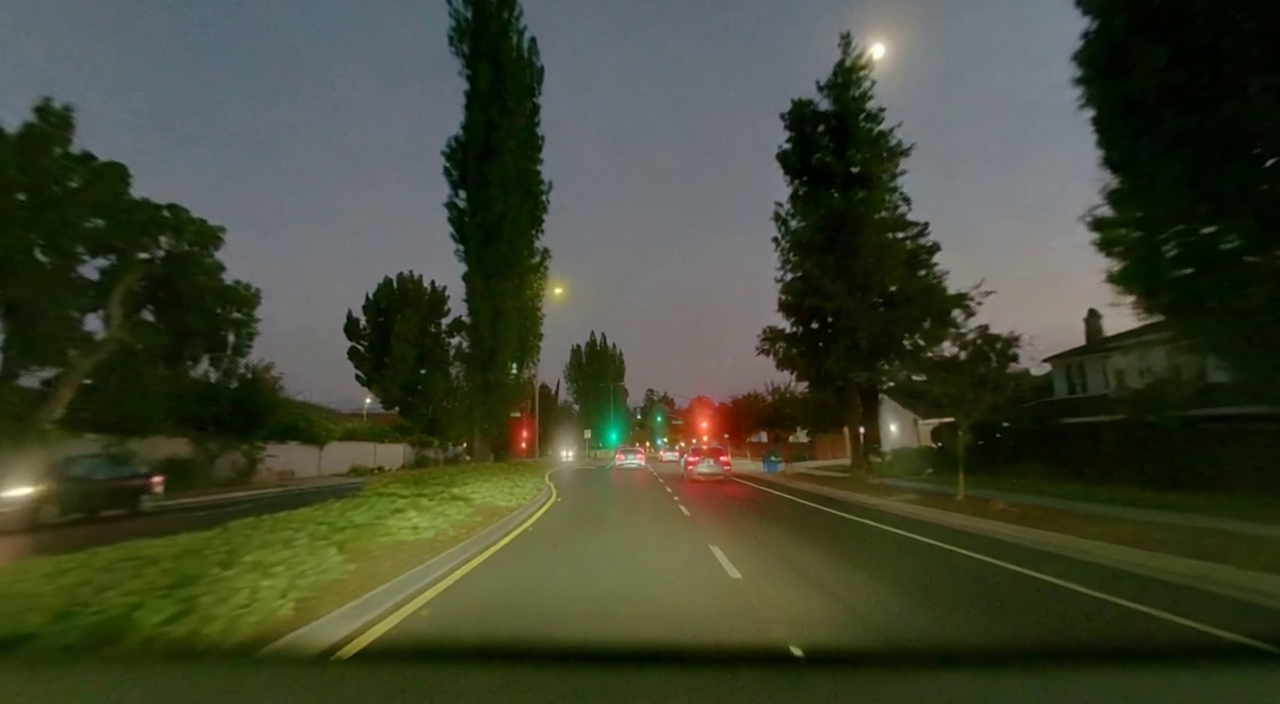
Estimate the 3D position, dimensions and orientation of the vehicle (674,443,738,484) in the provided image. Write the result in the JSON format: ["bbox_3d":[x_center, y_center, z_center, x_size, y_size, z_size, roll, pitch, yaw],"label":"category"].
[{"bbox_3d":[2.561,4.471,25.602,2.057,1.496,4.401,0,-9,-1],"label":"vehicle"}]

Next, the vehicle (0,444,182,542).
[{"bbox_3d":[-12.297,2.794,13.233,1.993,1.708,4.623,0,-8,-1],"label":"vehicle"}]

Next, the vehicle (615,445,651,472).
[{"bbox_3d":[-0.432,6.256,37.369,2.018,1.511,3.993,0,-8,-1],"label":"vehicle"}]
